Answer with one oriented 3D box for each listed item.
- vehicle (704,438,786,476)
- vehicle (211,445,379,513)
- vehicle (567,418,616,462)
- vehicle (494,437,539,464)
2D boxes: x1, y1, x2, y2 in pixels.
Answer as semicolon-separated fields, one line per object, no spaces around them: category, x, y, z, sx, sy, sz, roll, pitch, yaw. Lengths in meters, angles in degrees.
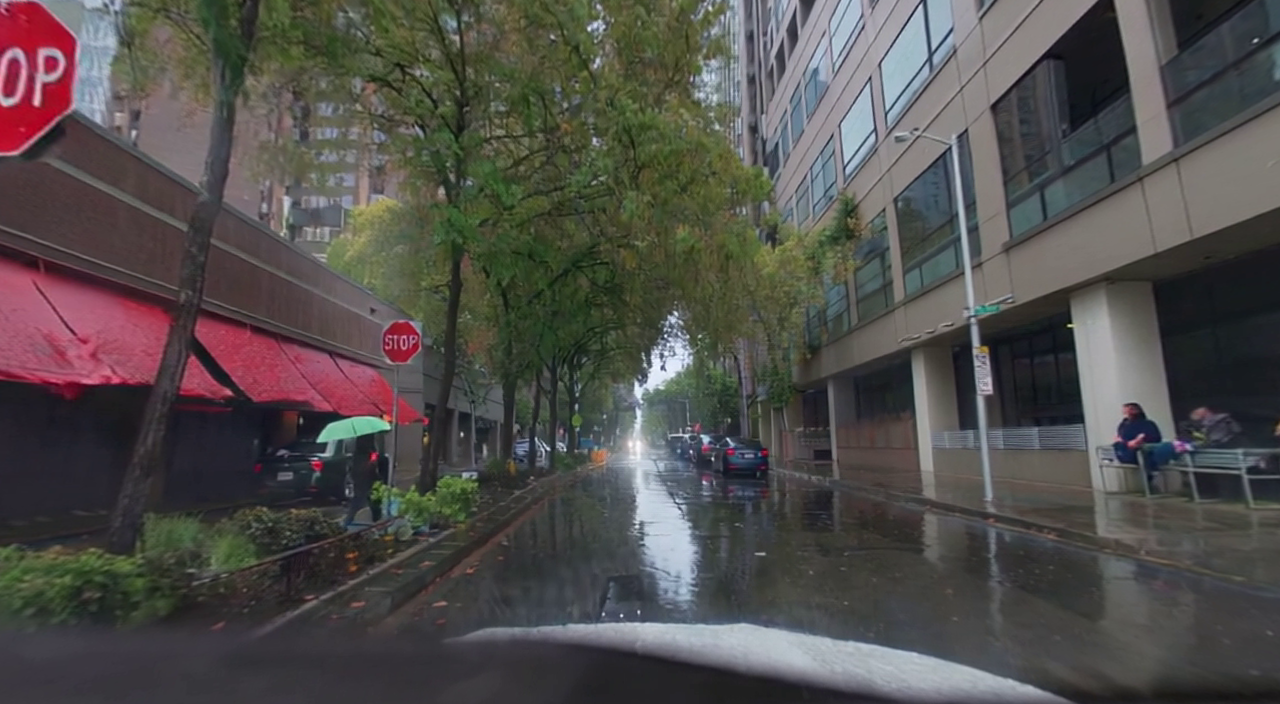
vehicle;4.575;4.458;27.124;1.858;1.491;4.329;-5;-10;33
vehicle;-8.795;3.228;16.644;2.007;1.503;4.343;0;-8;-1
vehicle;-2.980;5.594;40.186;2.317;2.596;6.053;0;-8;3
vehicle;-8.843;7.096;45.787;2.256;1.802;4.333;0;-8;2
